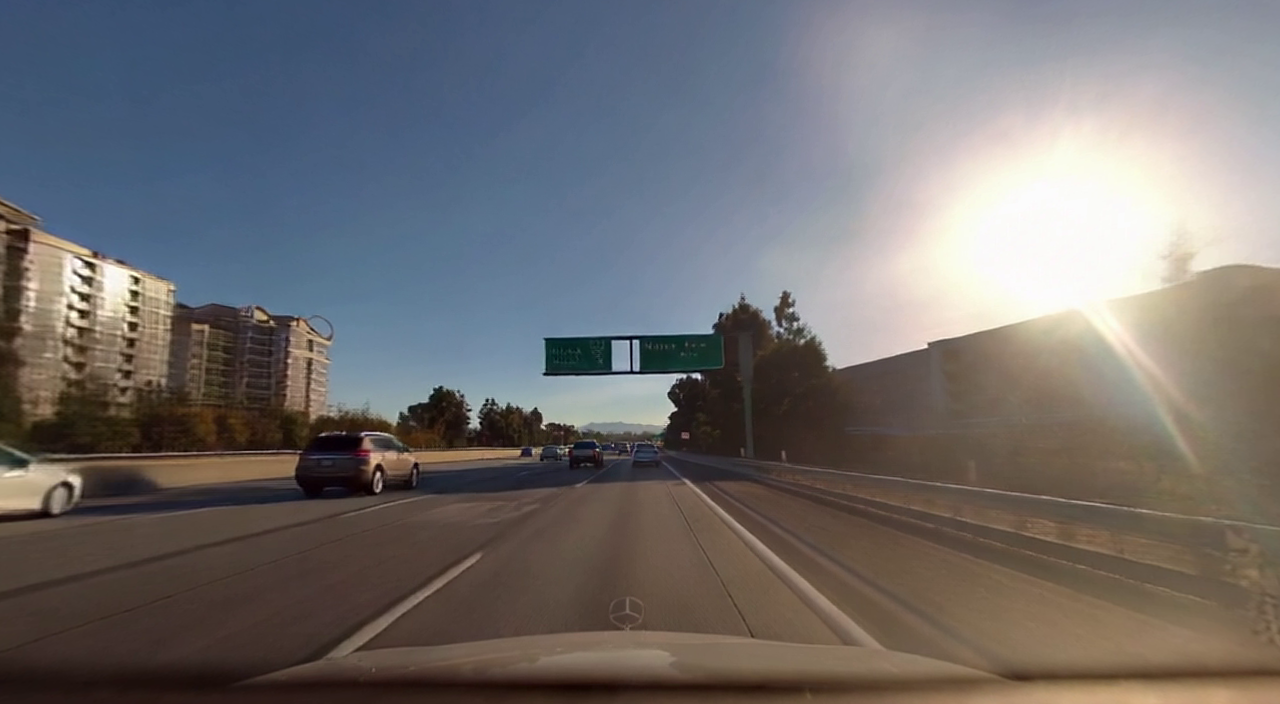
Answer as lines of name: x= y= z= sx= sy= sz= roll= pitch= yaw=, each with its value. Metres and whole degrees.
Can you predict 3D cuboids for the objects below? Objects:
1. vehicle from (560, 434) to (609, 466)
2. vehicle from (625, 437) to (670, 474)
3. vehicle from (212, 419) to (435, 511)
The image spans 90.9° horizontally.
vehicle: x=-3.687 y=6.704 z=43.410 sx=2.751 sy=2.050 sz=5.761 roll=0 pitch=-8 yaw=1
vehicle: x=0.329 y=5.216 z=31.999 sx=2.135 sy=1.697 sz=4.757 roll=0 pitch=-8 yaw=0
vehicle: x=-7.594 y=2.791 z=16.207 sx=2.521 sy=1.901 sz=5.988 roll=0 pitch=-8 yaw=1
